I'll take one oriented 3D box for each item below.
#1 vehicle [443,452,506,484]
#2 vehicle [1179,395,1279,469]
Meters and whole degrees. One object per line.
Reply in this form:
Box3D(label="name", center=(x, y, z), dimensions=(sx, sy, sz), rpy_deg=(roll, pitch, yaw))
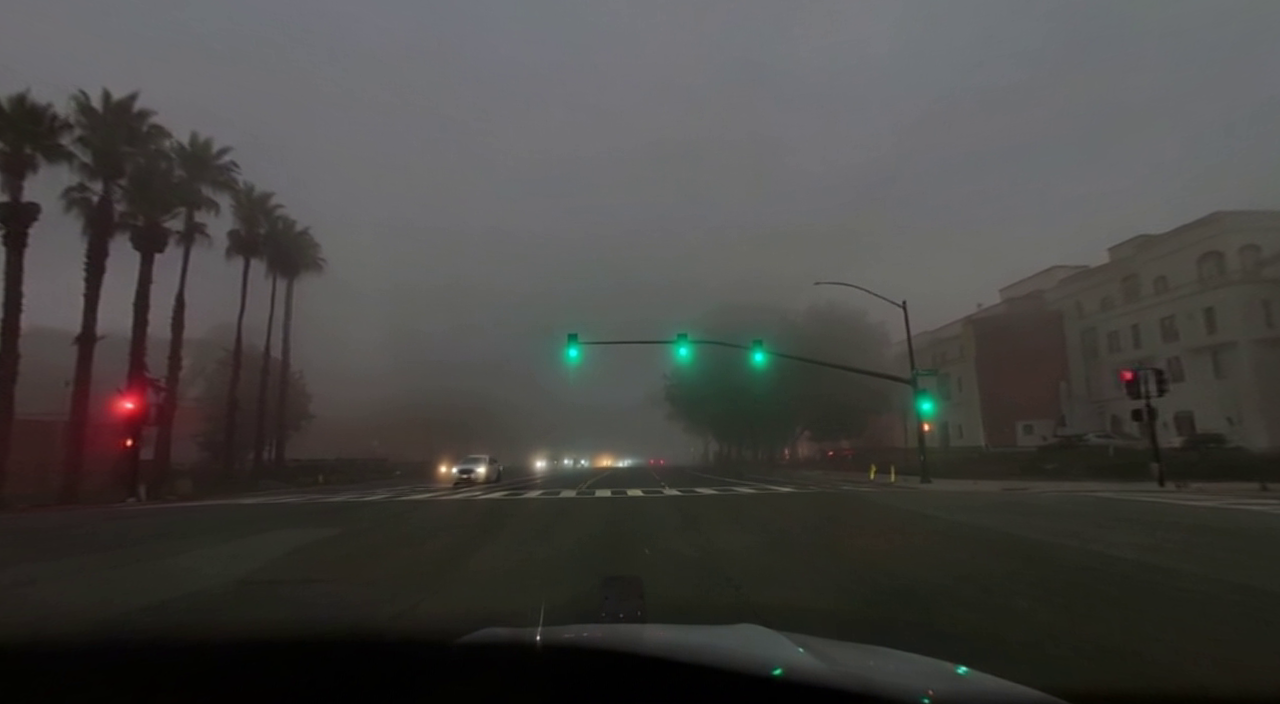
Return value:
Box3D(label="vehicle", center=(-8.671, 6.094, 33.518), dimensions=(2.095, 1.482, 4.523), rpy_deg=(0, -9, 1))
Box3D(label="vehicle", center=(32.827, 3.948, 31.230), dimensions=(2.863, 3.609, 10.252), rpy_deg=(0, -9, -3))
